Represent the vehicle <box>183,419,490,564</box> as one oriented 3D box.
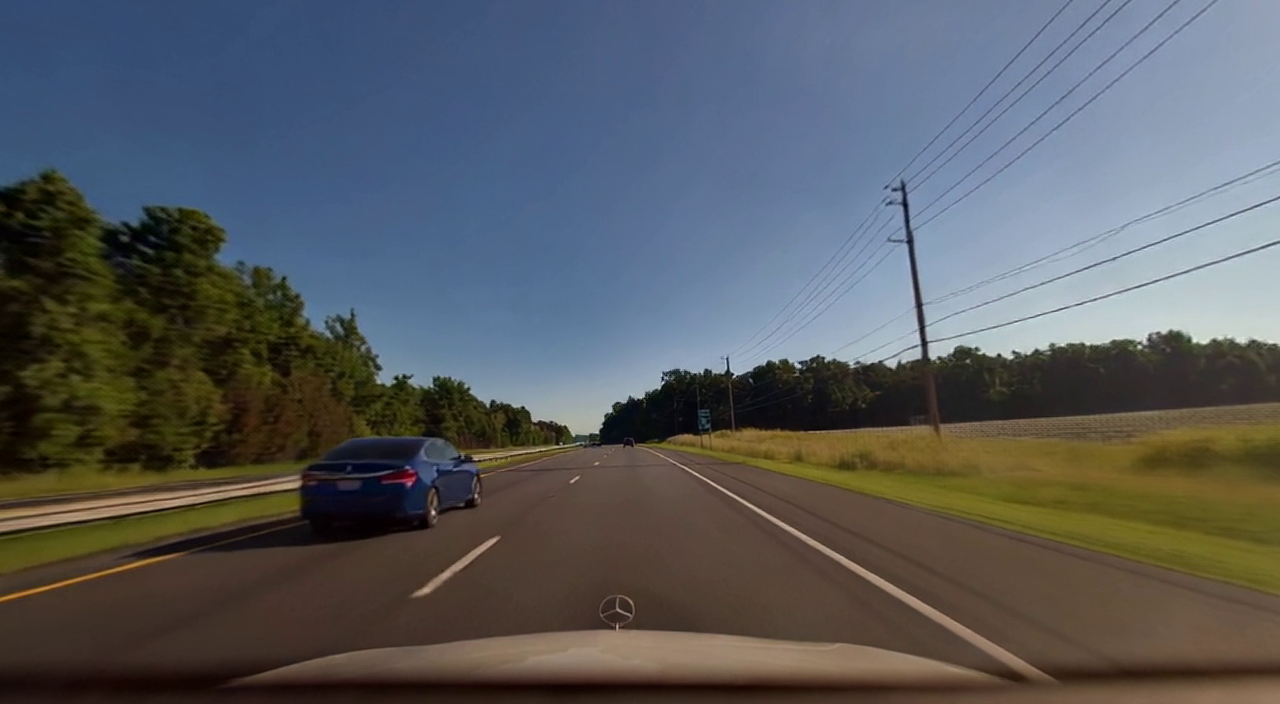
[{"bbox_3d":[-3.805,1.810,9.126,2.150,1.532,4.671,0,-8,0],"label":"vehicle"}]
